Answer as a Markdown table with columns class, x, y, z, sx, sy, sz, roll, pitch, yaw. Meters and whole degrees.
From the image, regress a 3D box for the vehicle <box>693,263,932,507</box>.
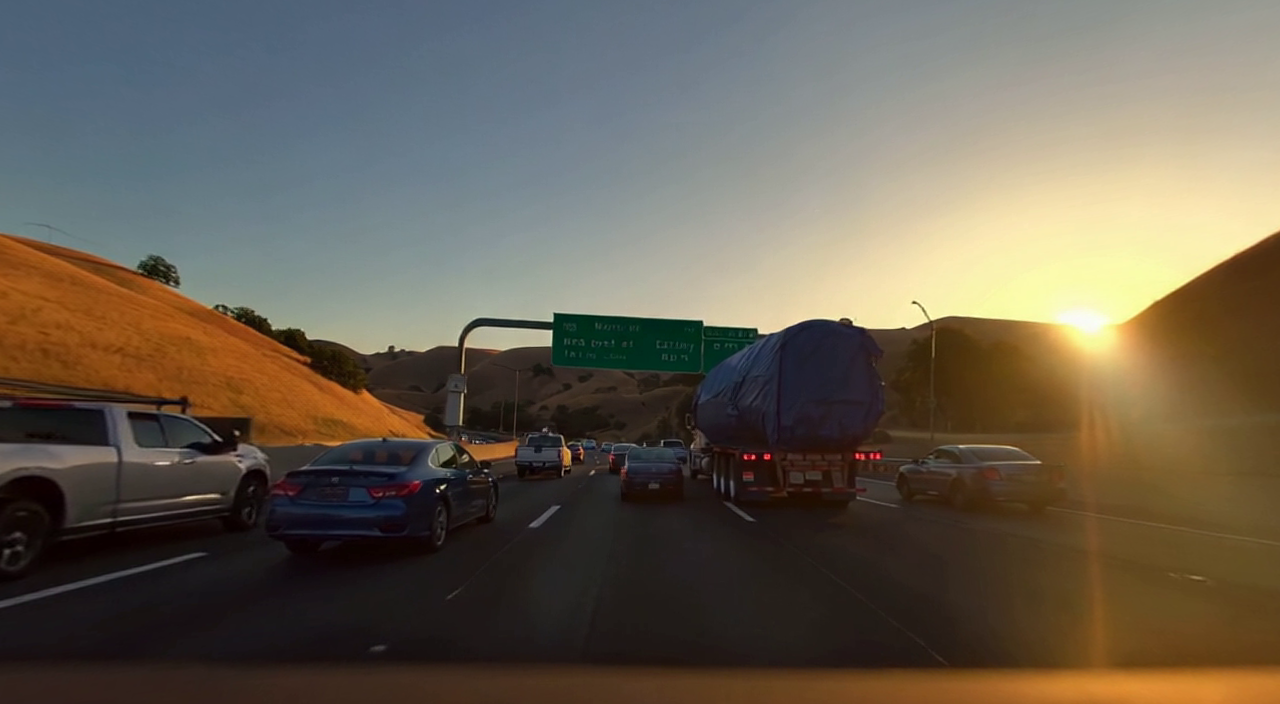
| class | x | y | z | sx | sy | sz | roll | pitch | yaw |
| --- | --- | --- | --- | --- | --- | --- | --- | --- | --- |
| vehicle | 3.293 | 1.297 | 15.944 | 2.759 | 4.098 | 10.906 | 0 | -8 | -1 |

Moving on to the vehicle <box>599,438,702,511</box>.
| class | x | y | z | sx | sy | sz | roll | pitch | yaw |
| --- | --- | --- | --- | --- | --- | --- | --- | --- | --- |
| vehicle | 0.159 | 2.797 | 14.928 | 2.105 | 1.471 | 3.978 | 0 | -8 | -2 |

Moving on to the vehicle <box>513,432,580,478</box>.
| class | x | y | z | sx | sy | sz | roll | pitch | yaw |
| --- | --- | --- | --- | --- | --- | --- | --- | --- | --- |
| vehicle | -3.973 | 4.491 | 27.791 | 2.348 | 1.821 | 5.061 | 0 | -8 | -2 |

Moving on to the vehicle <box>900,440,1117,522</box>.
| class | x | y | z | sx | sy | sz | roll | pitch | yaw |
| --- | --- | --- | --- | --- | --- | --- | --- | --- | --- |
| vehicle | 7.726 | 2.705 | 13.856 | 2.092 | 1.495 | 4.194 | 0 | -8 | -3 |

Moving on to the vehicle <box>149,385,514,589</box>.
| class | x | y | z | sx | sy | sz | roll | pitch | yaw |
| --- | --- | --- | --- | --- | --- | --- | --- | --- | --- |
| vehicle | -3.427 | 1.647 | 8.668 | 2.318 | 1.902 | 5.374 | 0 | -8 | 0 |

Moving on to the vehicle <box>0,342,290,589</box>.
| class | x | y | z | sx | sy | sz | roll | pitch | yaw |
| --- | --- | --- | --- | --- | --- | --- | --- | --- | --- |
| vehicle | -7.607 | 1.248 | 7.173 | 3.150 | 2.303 | 7.133 | 0 | -8 | 0 |
